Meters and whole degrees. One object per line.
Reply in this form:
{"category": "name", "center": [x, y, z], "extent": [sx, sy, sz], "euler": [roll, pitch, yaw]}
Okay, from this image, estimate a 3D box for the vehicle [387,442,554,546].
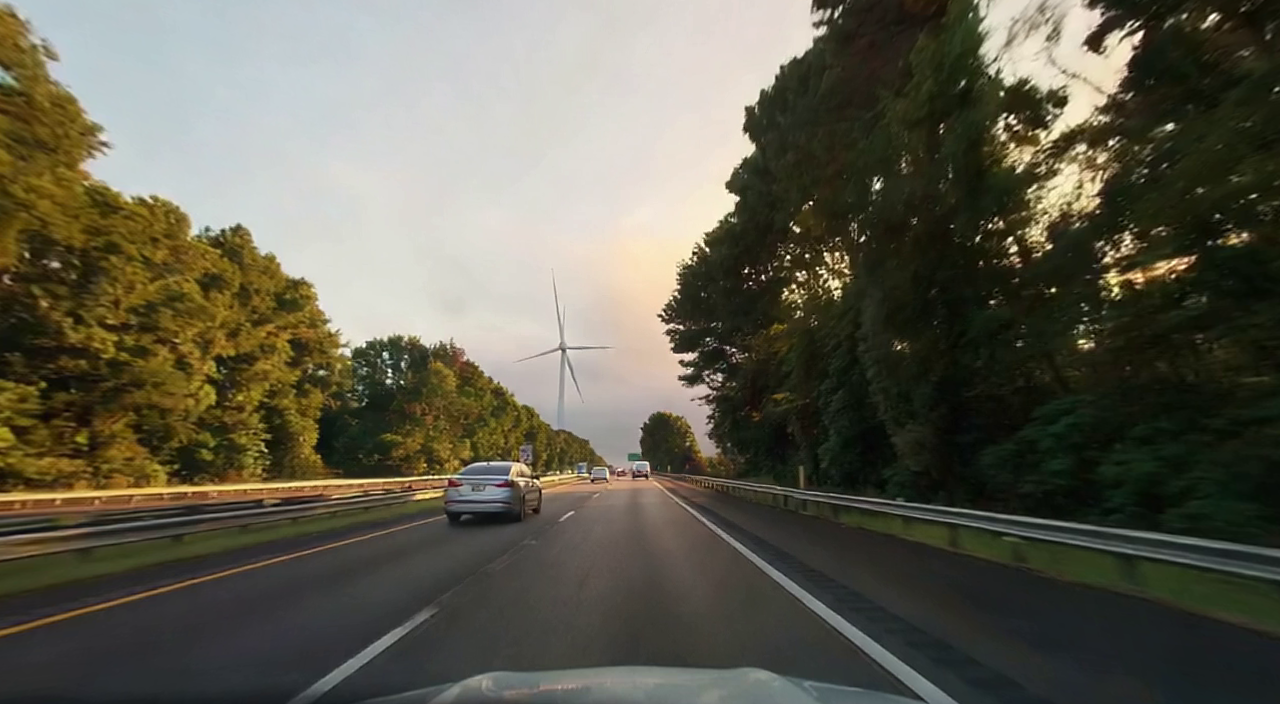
{"category": "vehicle", "center": [-3.191, 2.832, 12.989], "extent": [2.124, 1.705, 4.440], "euler": [1, -11, 1]}
